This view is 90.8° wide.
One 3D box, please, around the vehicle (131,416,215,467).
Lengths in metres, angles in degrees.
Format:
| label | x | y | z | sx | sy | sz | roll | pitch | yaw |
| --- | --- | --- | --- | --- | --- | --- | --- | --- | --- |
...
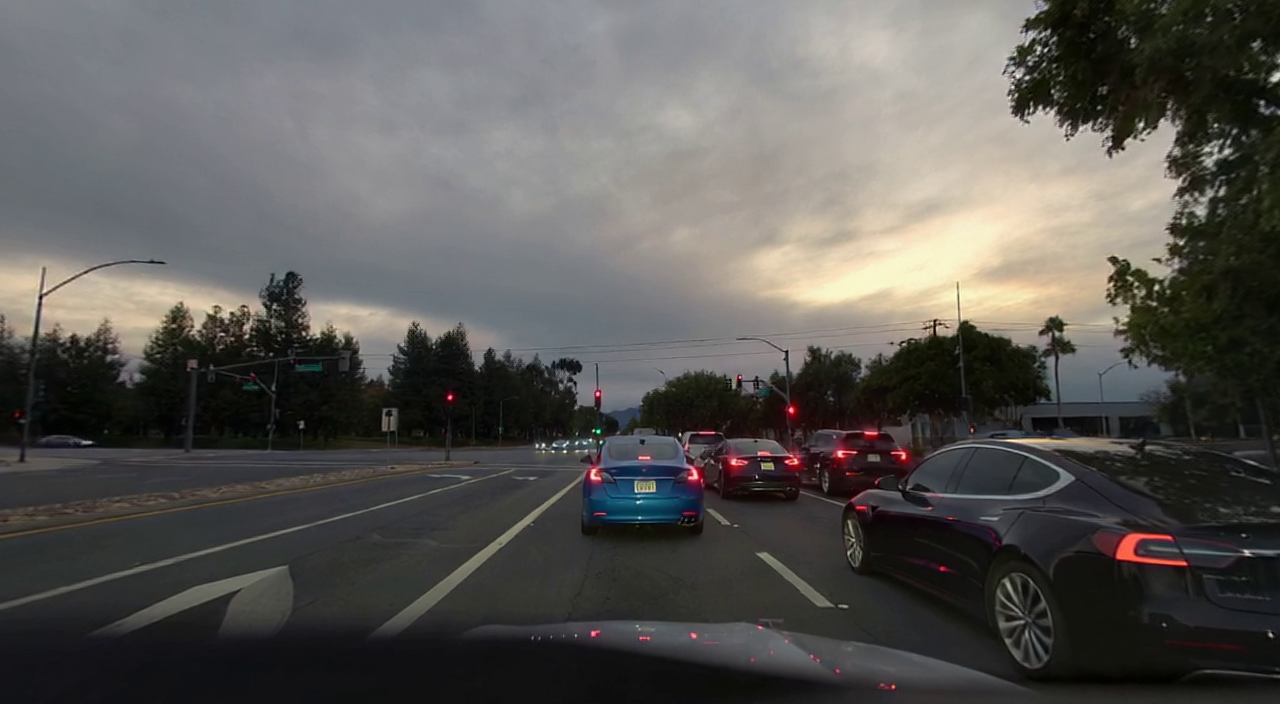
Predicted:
| label | x | y | z | sx | sy | sz | roll | pitch | yaw |
| --- | --- | --- | --- | --- | --- | --- | --- | --- | --- |
| vehicle | -29.263 | 5.615 | 39.706 | 2.608 | 2.990 | 3.026 | 2 | -8 | 3 |

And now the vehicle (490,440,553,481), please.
| label | x | y | z | sx | sy | sz | roll | pitch | yaw |
| --- | --- | --- | --- | --- | --- | --- | --- | --- | --- |
| vehicle | -4.634 | 4.283 | 25.258 | 1.972 | 1.457 | 4.171 | 0 | -8 | -4 |

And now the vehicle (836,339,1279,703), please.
| label | x | y | z | sx | sy | sz | roll | pitch | yaw |
| --- | --- | --- | --- | --- | --- | --- | --- | --- | --- |
| vehicle | 3.186 | 1.111 | 4.301 | 2.167 | 1.676 | 4.443 | 0 | -8 | -1 |

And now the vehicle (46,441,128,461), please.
| label | x | y | z | sx | sy | sz | roll | pitch | yaw |
| --- | --- | --- | --- | --- | --- | --- | --- | --- | --- |
| vehicle | -42.149 | 7.538 | 48.217 | 4.418 | 1.415 | 1.941 | 0 | -8 | -2 |

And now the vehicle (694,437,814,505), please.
| label | x | y | z | sx | sy | sz | roll | pitch | yaw |
| --- | --- | --- | --- | --- | --- | --- | --- | --- | --- |
| vehicle | 2.699 | 2.933 | 16.042 | 2.058 | 1.466 | 4.208 | 0 | -8 | -3 |

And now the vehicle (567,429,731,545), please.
| label | x | y | z | sx | sy | sz | roll | pitch | yaw |
| --- | --- | --- | --- | --- | --- | --- | --- | --- | --- |
| vehicle | 0.031 | 2.088 | 10.485 | 2.147 | 1.499 | 4.240 | 0 | -8 | -2 |
